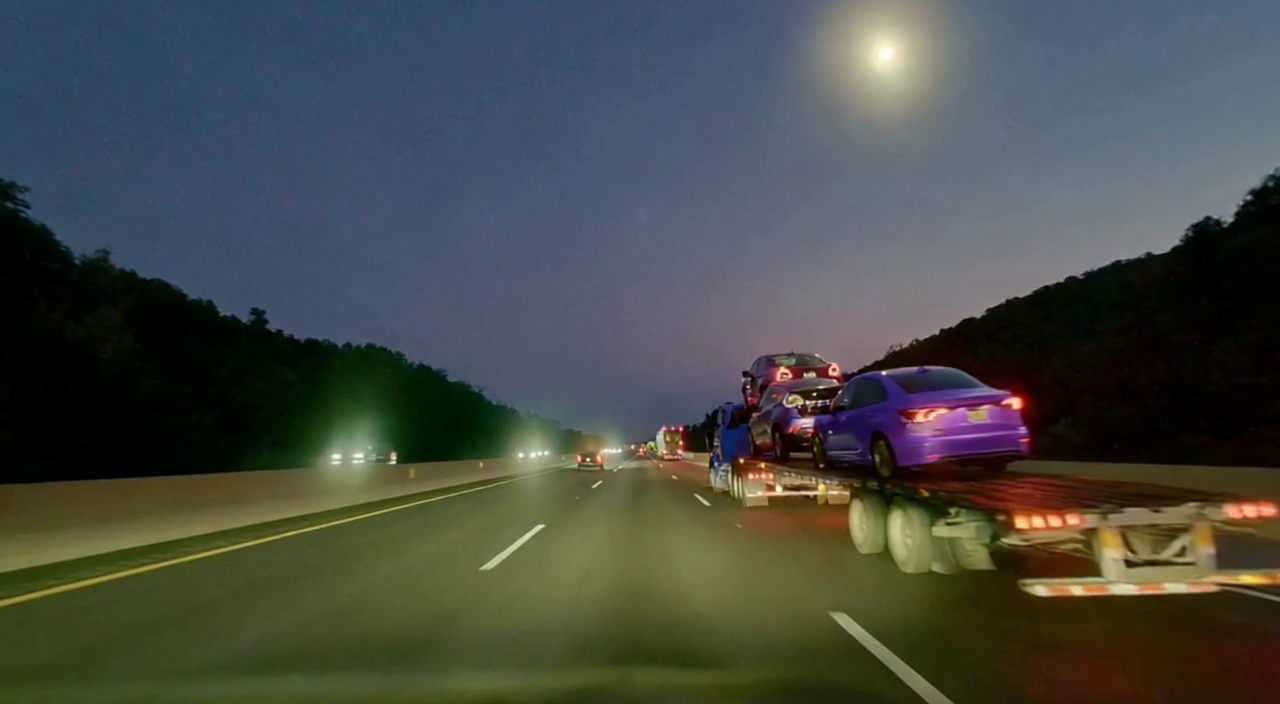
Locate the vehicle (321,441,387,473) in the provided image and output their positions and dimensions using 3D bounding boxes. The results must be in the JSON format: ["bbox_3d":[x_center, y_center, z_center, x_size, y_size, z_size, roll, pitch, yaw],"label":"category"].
[{"bbox_3d":[-19.319,7.108,42.893,2.112,1.974,4.936,0,-9,0],"label":"vehicle"}]

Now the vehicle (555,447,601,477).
[{"bbox_3d":[-3.372,6.107,35.297,2.091,1.522,4.301,0,-9,1],"label":"vehicle"}]

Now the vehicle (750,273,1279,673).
[{"bbox_3d":[3.803,1.339,8.147,2.800,2.053,9.751,0,-9,-1],"label":"vehicle"}]
